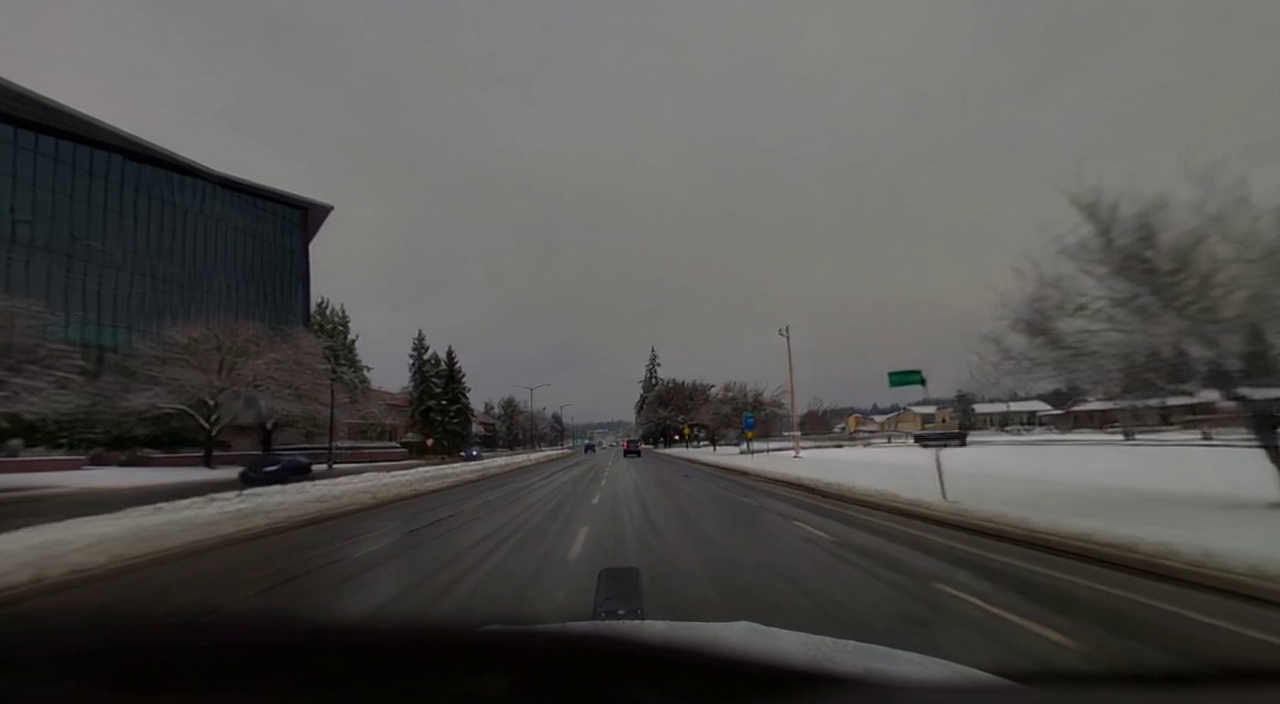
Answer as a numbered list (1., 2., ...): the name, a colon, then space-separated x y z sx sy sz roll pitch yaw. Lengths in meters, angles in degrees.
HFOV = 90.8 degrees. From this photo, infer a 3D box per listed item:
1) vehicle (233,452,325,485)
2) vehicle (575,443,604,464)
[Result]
1. vehicle: -18.107 5.841 32.005 1.972 1.457 4.716 -1 -8 -2
2. vehicle: -3.882 7.853 49.034 2.080 1.445 4.096 -1 -8 -2
